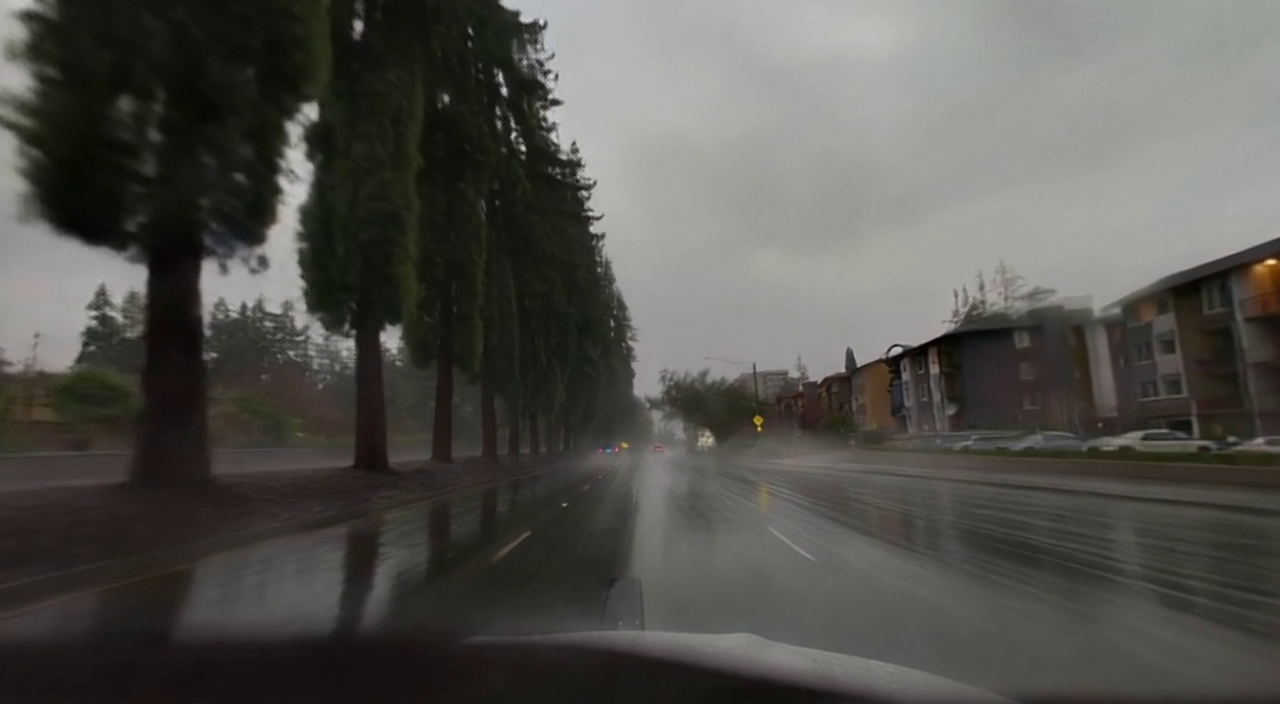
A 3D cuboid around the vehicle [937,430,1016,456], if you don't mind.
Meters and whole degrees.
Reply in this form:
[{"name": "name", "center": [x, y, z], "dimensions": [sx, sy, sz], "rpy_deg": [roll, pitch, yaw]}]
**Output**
[{"name": "vehicle", "center": [19.868, 5.393, 37.348], "dimensions": [3.688, 1.489, 1.667], "rpy_deg": [1, -9, -4]}]
